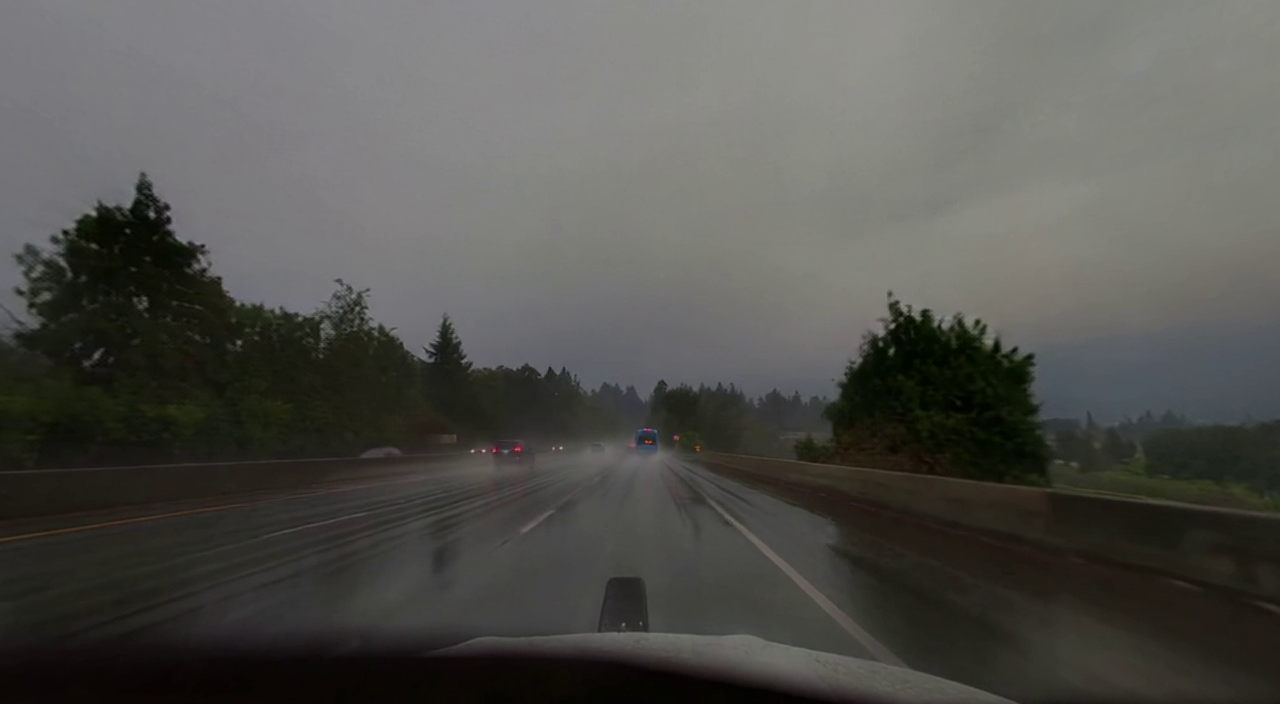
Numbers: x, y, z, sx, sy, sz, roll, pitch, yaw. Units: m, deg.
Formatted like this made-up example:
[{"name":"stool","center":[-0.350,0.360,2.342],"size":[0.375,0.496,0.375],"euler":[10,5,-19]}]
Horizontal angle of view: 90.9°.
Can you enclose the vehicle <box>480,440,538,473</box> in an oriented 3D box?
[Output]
[{"name":"vehicle","center":[-7.073,5.682,34.507],"size":[2.080,1.674,4.660],"euler":[0,-8,1]}]

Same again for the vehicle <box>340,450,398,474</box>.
[{"name":"vehicle","center":[-17.622,7.141,41.252],"size":[1.785,1.448,4.517],"euler":[0,-8,1]}]
